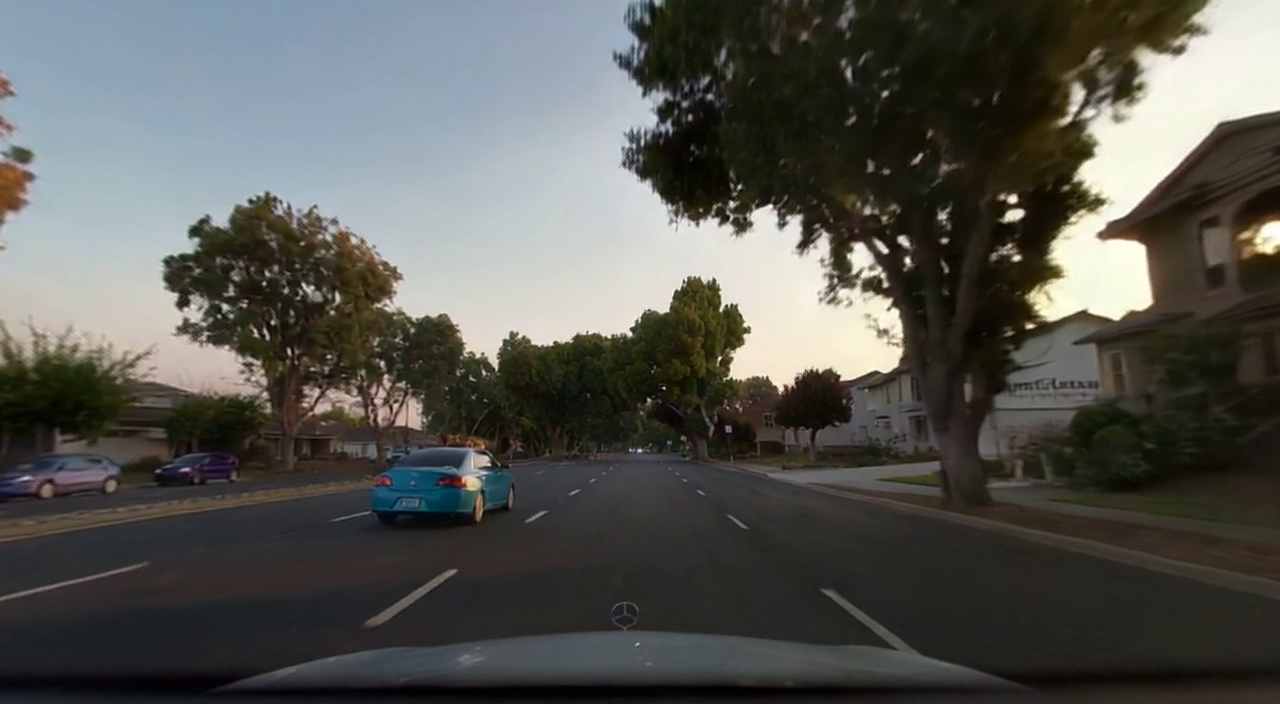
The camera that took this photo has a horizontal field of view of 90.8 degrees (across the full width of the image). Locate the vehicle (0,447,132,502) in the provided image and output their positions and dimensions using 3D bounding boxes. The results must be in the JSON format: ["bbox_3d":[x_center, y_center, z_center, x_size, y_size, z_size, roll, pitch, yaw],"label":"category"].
[{"bbox_3d":[-22.823,4.676,24.686,1.986,1.897,4.636,0,-8,0],"label":"vehicle"}]

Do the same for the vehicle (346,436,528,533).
[{"bbox_3d":[-3.491,2.353,11.839,2.005,1.477,4.169,0,-8,0],"label":"vehicle"}]

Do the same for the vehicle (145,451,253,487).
[{"bbox_3d":[-22.773,6.019,32.906,2.031,1.699,5.011,0,-8,-1],"label":"vehicle"}]
